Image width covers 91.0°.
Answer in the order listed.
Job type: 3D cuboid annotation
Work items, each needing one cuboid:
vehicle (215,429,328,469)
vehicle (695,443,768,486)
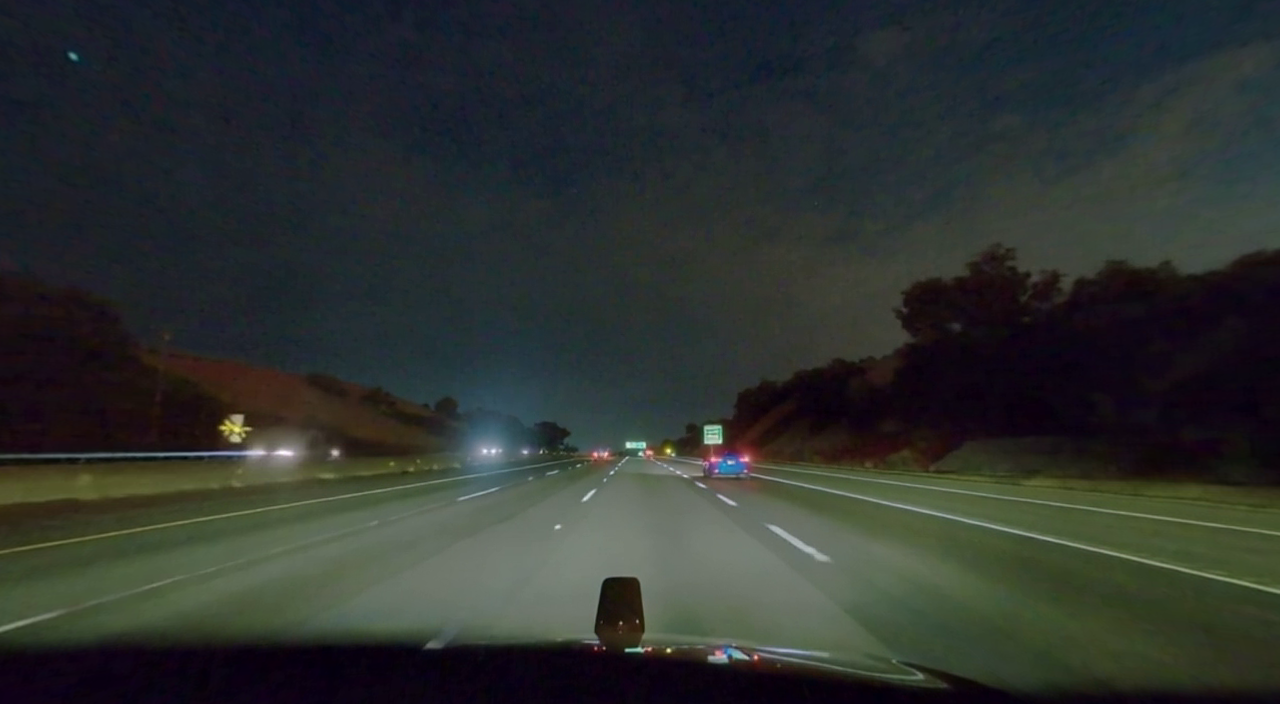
[{"bbox_3d":[-18.502,4.934,32.073,2.336,1.832,5.644,0,-9,0],"label":"vehicle"},{"bbox_3d":[3.438,4.322,24.504,2.033,1.501,4.398,0,-9,-2],"label":"vehicle"}]
